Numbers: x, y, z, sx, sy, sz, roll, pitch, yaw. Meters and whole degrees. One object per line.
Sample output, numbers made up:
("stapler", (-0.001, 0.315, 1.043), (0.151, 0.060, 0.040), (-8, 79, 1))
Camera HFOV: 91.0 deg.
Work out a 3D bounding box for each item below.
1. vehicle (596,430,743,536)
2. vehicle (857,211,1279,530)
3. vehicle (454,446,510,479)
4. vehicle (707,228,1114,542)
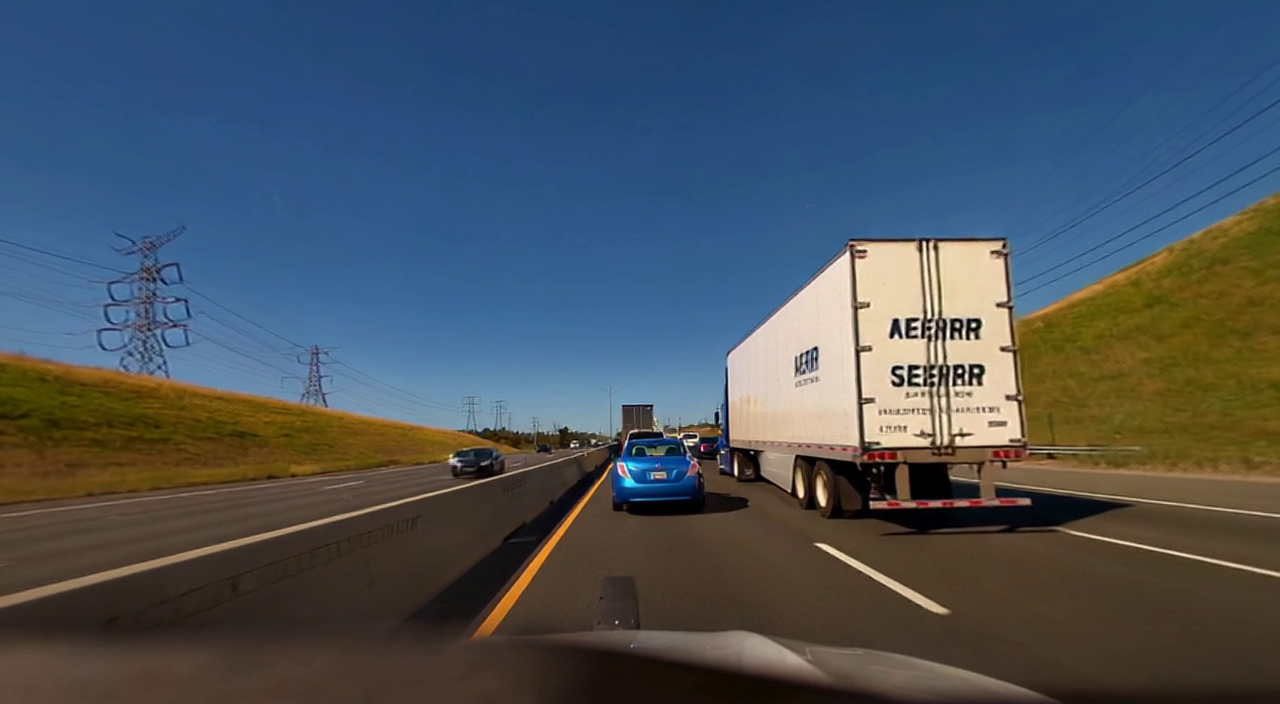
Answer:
("vehicle", (0.347, 2.085, 10.628), (2.045, 1.446, 3.597), (0, -8, -2))
("vehicle", (8.694, 1.031, 14.282), (2.845, 4.146, 12.401), (0, -8, -1))
("vehicle", (-8.209, 5.746, 33.036), (1.848, 1.512, 4.327), (-1, -8, 0))
("vehicle", (4.182, 1.346, 15.230), (3.138, 4.065, 14.276), (0, -8, -2))
